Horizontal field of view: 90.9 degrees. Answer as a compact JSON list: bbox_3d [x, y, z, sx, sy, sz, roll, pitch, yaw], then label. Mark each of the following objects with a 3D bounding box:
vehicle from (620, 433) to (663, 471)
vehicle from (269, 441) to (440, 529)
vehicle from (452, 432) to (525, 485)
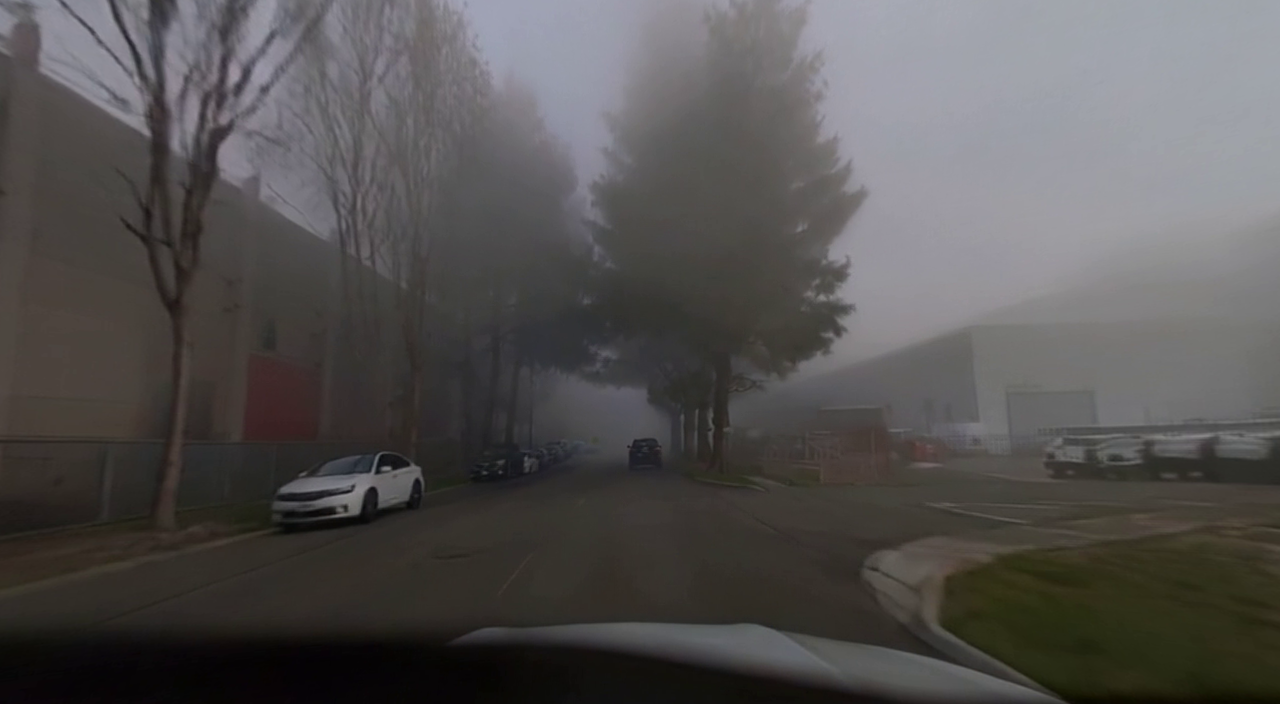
[{"bbox_3d":[0.068,5.303,33.580,2.152,1.874,4.042,0,-8,-1],"label":"vehicle"},{"bbox_3d":[-5.968,2.835,13.809,1.938,1.500,4.130,-3,-10,-2],"label":"vehicle"},{"bbox_3d":[-6.543,4.687,27.787,2.005,1.989,4.929,-3,-9,0],"label":"vehicle"}]
